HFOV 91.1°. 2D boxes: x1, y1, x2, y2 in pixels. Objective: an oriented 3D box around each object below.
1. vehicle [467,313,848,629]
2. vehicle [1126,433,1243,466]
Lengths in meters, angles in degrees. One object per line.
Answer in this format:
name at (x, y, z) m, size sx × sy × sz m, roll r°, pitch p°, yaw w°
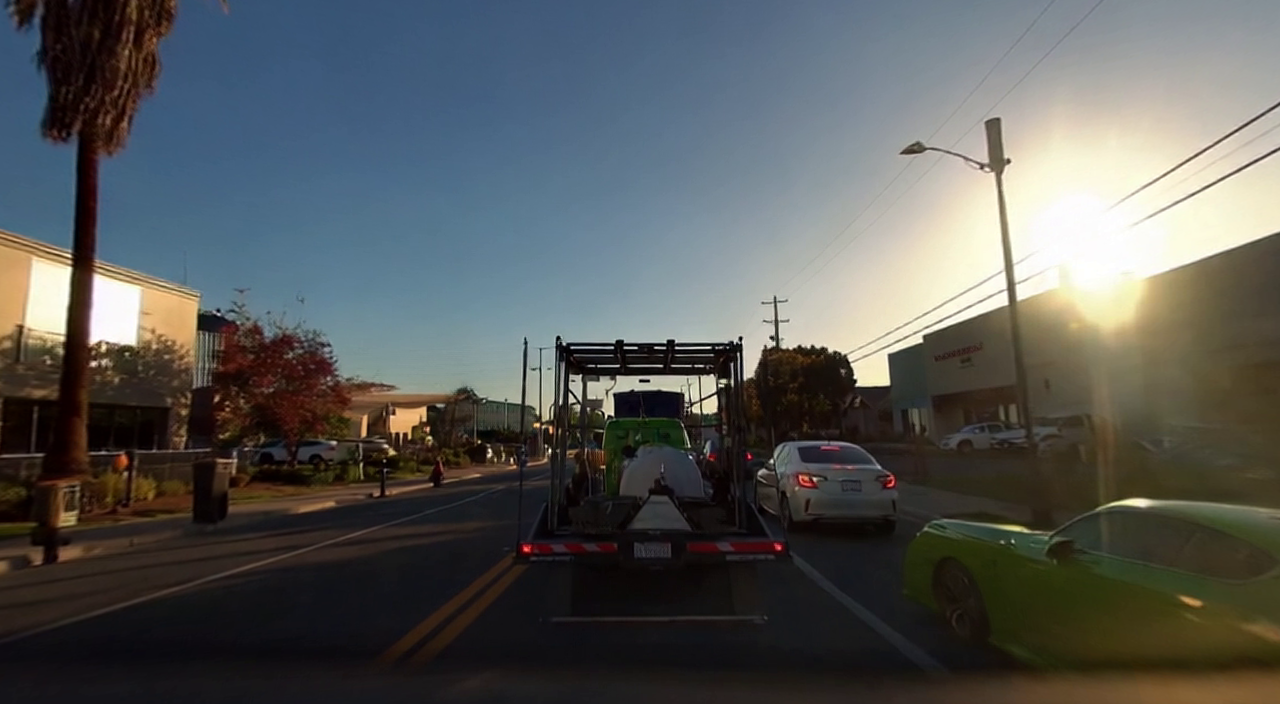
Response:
vehicle at (0.102, 1.315, 7.877) m, size 2.728 × 2.305 × 6.506 m, roll 0°, pitch -8°, yaw 0°
vehicle at (28.559, 5.142, 33.130) m, size 4.193 × 1.633 × 1.928 m, roll -4°, pitch -9°, yaw 26°
